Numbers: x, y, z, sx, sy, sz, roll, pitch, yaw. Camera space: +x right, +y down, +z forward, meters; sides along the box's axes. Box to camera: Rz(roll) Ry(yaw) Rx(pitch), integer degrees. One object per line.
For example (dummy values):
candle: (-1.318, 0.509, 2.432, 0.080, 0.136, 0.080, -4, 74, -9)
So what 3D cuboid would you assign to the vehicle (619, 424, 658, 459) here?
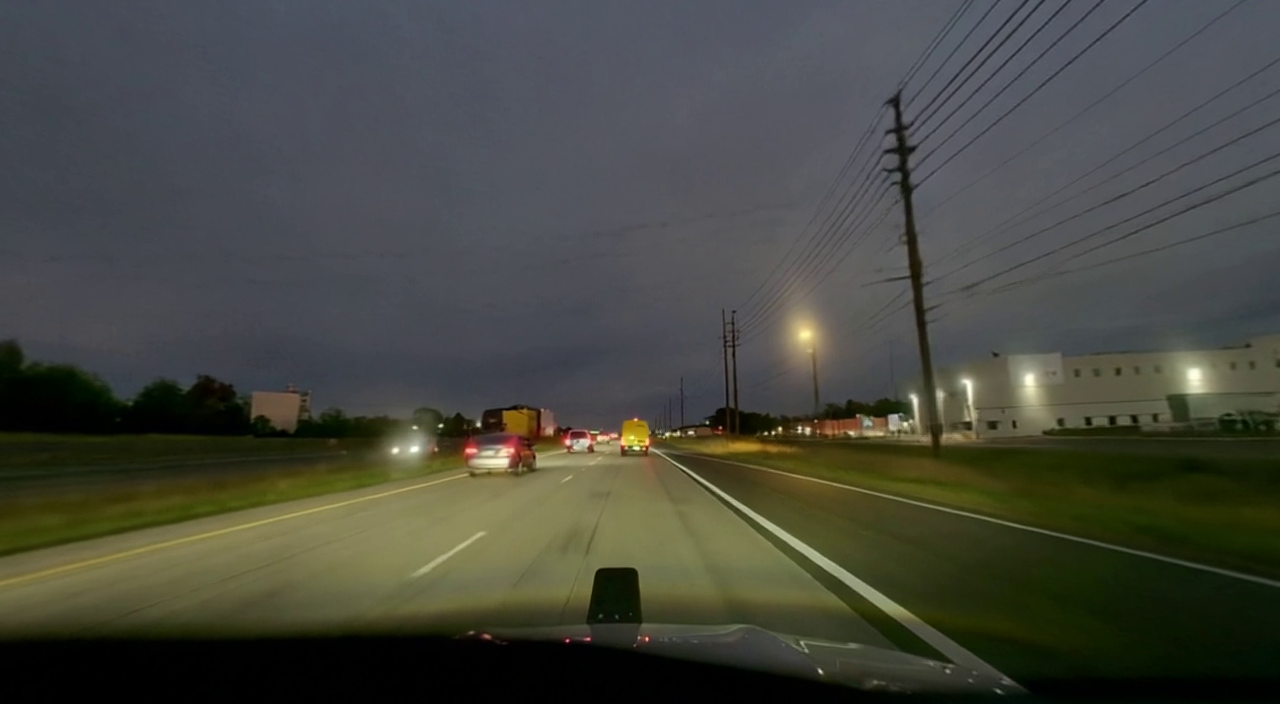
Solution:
vehicle: (-0.118, 5.521, 38.785, 2.213, 1.997, 4.456, 0, -8, -1)

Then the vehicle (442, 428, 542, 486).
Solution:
vehicle: (-4.338, 3.133, 19.129, 2.058, 1.557, 4.125, 0, -8, 0)

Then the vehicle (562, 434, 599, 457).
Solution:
vehicle: (-4.063, 6.482, 43.677, 2.087, 1.464, 4.853, 0, -8, -1)
